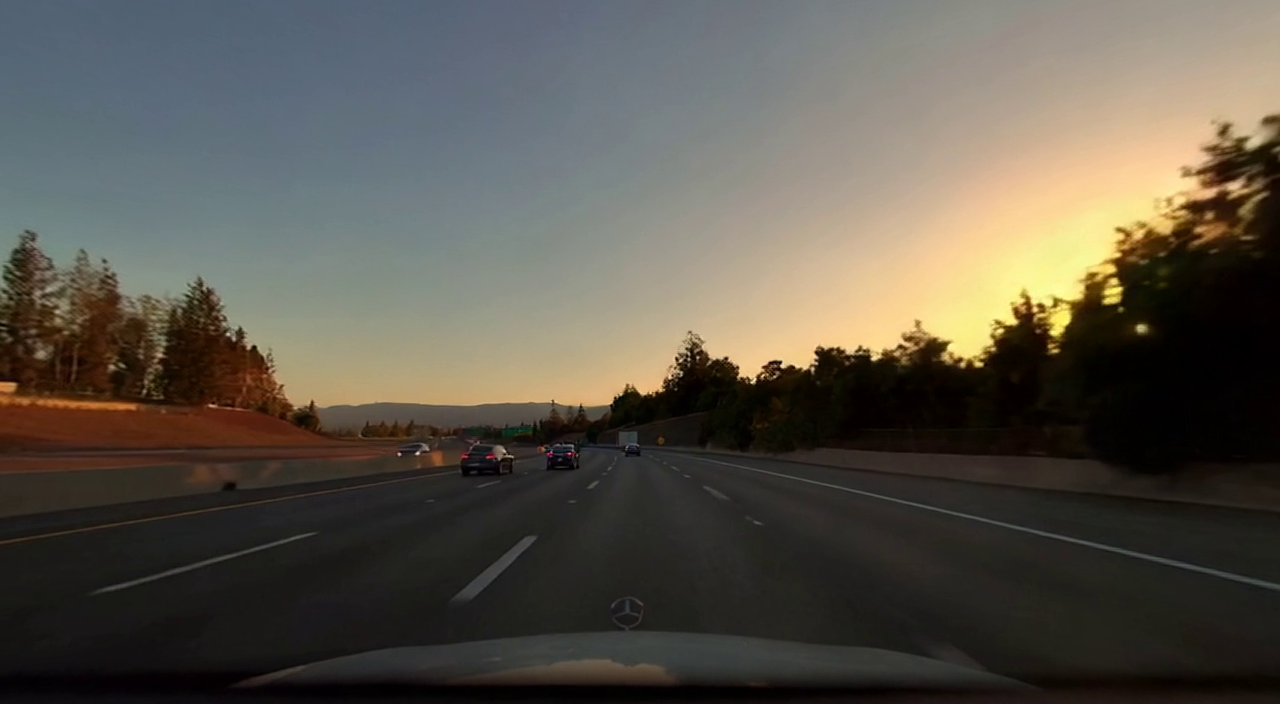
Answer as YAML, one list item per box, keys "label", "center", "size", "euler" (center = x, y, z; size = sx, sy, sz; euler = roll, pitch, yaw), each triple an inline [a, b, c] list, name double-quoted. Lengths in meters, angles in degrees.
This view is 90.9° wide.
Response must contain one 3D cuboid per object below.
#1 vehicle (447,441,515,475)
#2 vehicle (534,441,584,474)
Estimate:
- label: "vehicle"
  center: [-7.523, 5.061, 30.367]
  size: [2.038, 1.463, 4.656]
  euler: [0, -8, 0]
- label: "vehicle"
  center: [-3.879, 5.129, 30.928]
  size: [1.936, 1.465, 4.060]
  euler: [0, -8, 0]
